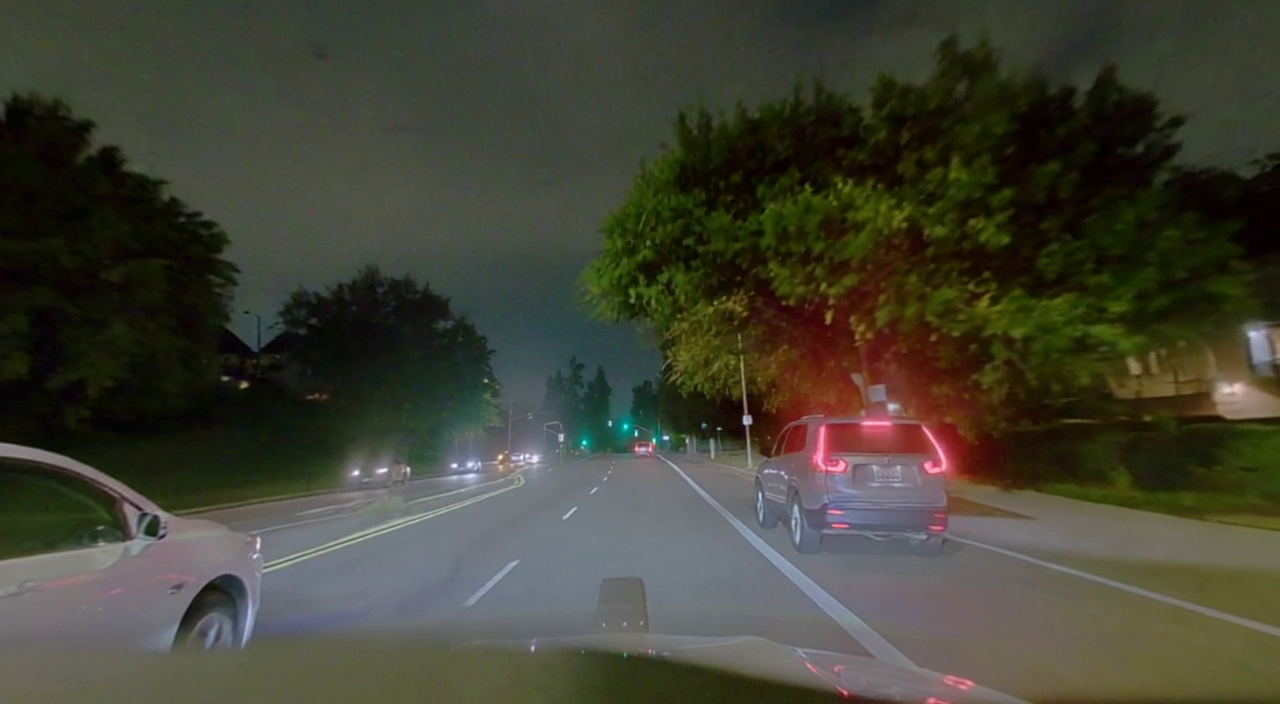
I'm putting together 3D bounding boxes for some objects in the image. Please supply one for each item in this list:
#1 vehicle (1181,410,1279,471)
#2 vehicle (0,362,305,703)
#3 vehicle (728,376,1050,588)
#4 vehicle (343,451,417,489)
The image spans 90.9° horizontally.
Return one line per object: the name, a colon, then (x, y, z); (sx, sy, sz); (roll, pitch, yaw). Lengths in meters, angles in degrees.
vehicle: (16.916, 2.362, 16.741); (1.822, 1.496, 3.560); (0, -8, -1)
vehicle: (-3.337, 0.829, 1.975); (2.058, 1.659, 4.514); (0, -8, 0)
vehicle: (2.820, 1.676, 9.025); (2.338, 2.063, 5.592); (0, -8, 0)
vehicle: (-13.072, 5.909, 32.032); (2.002, 1.729, 4.441); (0, -8, -2)
